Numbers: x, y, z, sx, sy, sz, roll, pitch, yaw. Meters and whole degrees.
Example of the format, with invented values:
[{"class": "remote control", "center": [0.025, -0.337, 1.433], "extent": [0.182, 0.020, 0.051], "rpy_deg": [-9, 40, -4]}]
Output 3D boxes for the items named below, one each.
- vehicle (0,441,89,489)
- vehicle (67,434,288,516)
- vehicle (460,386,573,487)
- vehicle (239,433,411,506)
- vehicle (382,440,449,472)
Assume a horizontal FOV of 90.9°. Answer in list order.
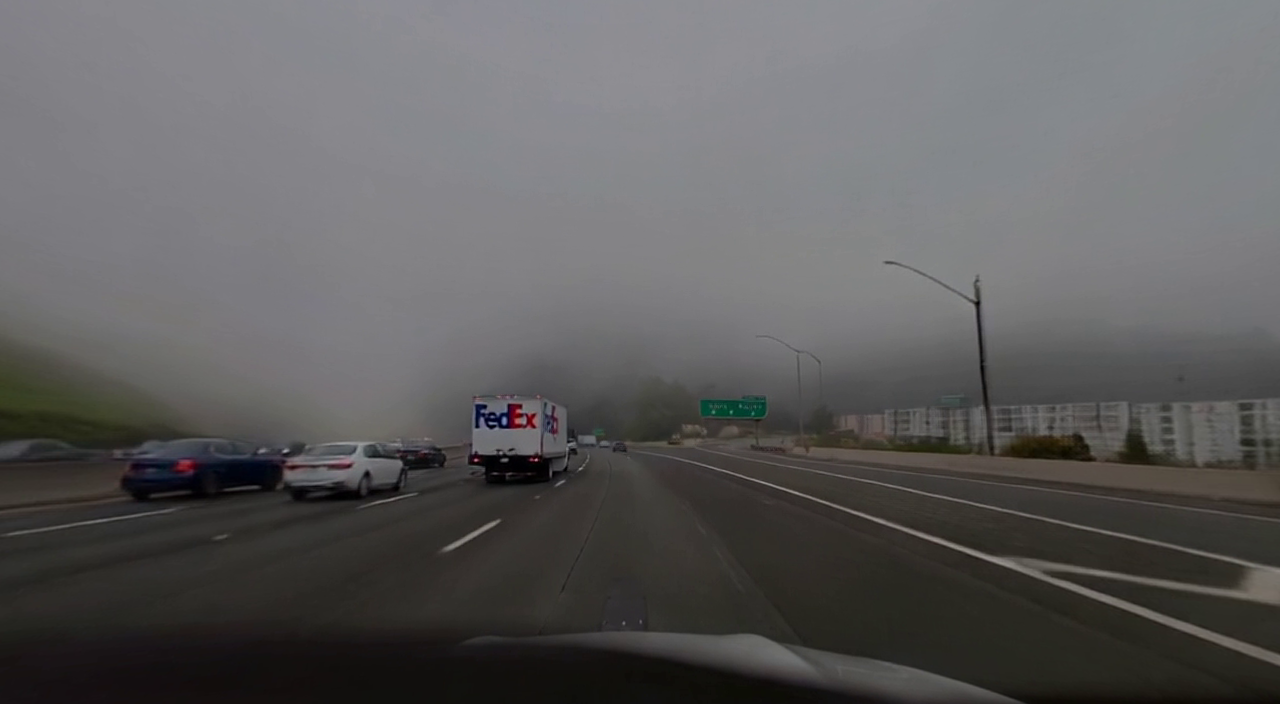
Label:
[{"class": "vehicle", "center": [-20.447, 3.573, 20.152], "extent": [1.837, 1.467, 4.280], "rpy_deg": [0, -8, -1]}, {"class": "vehicle", "center": [-11.496, 3.006, 16.267], "extent": [2.021, 1.669, 4.794], "rpy_deg": [3, -7, 0]}, {"class": "vehicle", "center": [-4.346, 3.223, 23.986], "extent": [2.798, 3.212, 7.573], "rpy_deg": [0, -8, 0]}, {"class": "vehicle", "center": [-7.939, 2.970, 16.543], "extent": [2.143, 1.628, 4.559], "rpy_deg": [0, -8, 0]}, {"class": "vehicle", "center": [-12.044, 5.584, 34.144], "extent": [1.981, 1.607, 4.703], "rpy_deg": [0, -8, -1]}]
